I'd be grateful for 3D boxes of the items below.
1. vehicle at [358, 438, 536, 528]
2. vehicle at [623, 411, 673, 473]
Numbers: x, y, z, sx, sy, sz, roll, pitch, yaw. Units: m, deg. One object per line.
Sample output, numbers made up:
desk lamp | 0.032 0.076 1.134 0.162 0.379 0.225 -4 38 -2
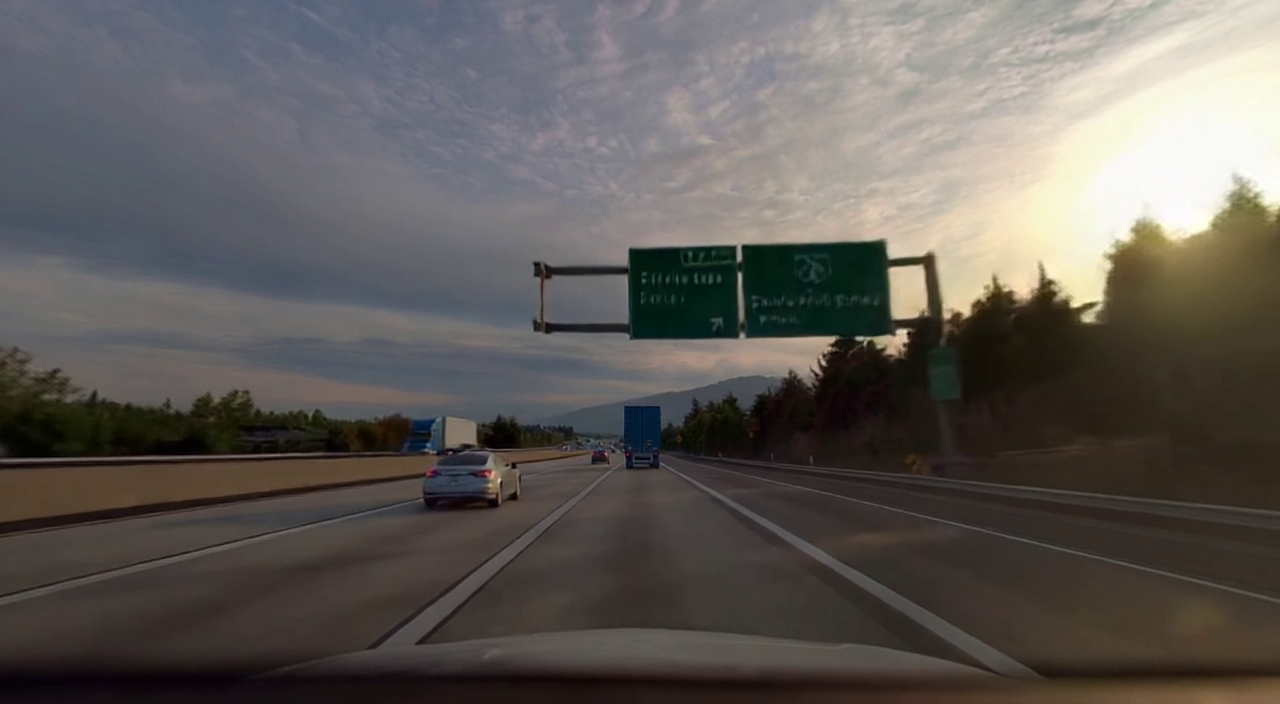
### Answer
vehicle | -3.721 2.644 13.367 2.114 1.523 5.110 0 -9 0
vehicle | 0.363 6.081 42.182 2.893 3.628 9.081 0 -9 -2
